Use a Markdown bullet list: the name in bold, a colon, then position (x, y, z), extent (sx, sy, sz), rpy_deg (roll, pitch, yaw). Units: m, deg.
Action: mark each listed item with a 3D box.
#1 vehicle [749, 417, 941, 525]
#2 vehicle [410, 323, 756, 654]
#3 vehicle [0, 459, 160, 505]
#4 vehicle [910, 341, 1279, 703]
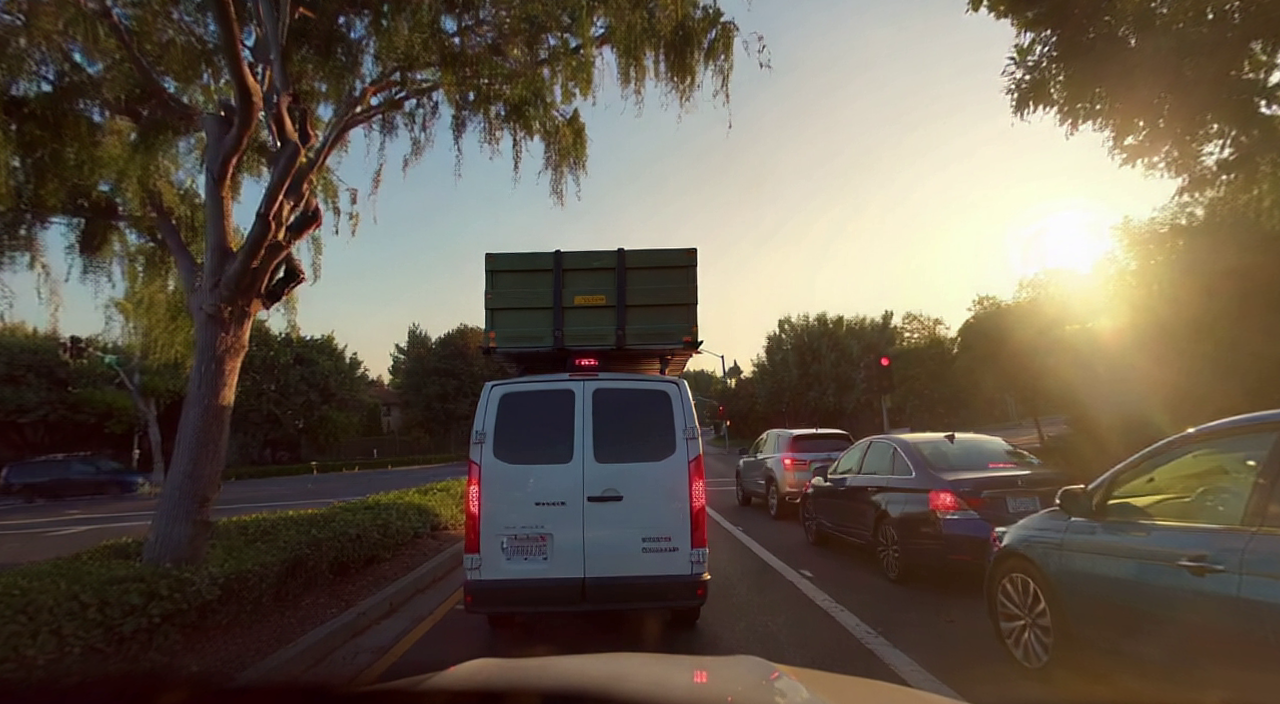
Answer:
- **vehicle**: position (3.656, 2.219, 12.266), extent (2.024, 1.692, 4.252), rpy_deg (1, -9, -4)
- **vehicle**: position (-0.357, 1.158, 6.203), extent (2.145, 2.089, 4.309), rpy_deg (0, -9, 0)
- **vehicle**: position (-25.666, 5.908, 28.929), extent (5.241, 1.894, 2.257), rpy_deg (1, -9, -10)
- **vehicle**: position (3.452, 0.943, 3.420), extent (1.965, 1.671, 4.146), rpy_deg (0, -9, -3)
